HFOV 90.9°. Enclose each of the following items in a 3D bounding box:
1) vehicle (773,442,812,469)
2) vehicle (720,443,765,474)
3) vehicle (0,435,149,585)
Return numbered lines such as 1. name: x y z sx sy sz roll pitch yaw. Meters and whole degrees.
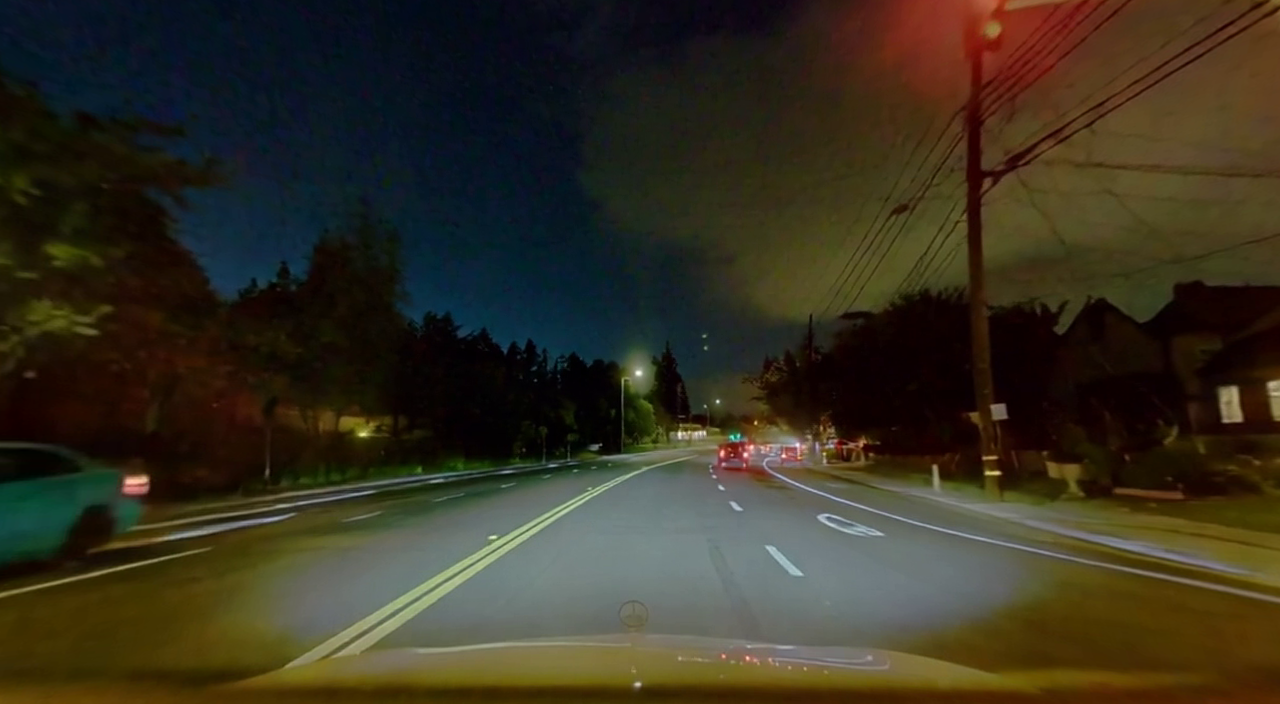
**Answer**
1. vehicle: 9.942 6.757 41.309 2.027 1.674 4.256 -1 -8 7
2. vehicle: 5.311 5.559 33.162 1.951 1.479 4.487 -1 -8 4
3. vehicle: -7.336 1.509 5.835 1.985 1.463 4.294 -1 -8 3
